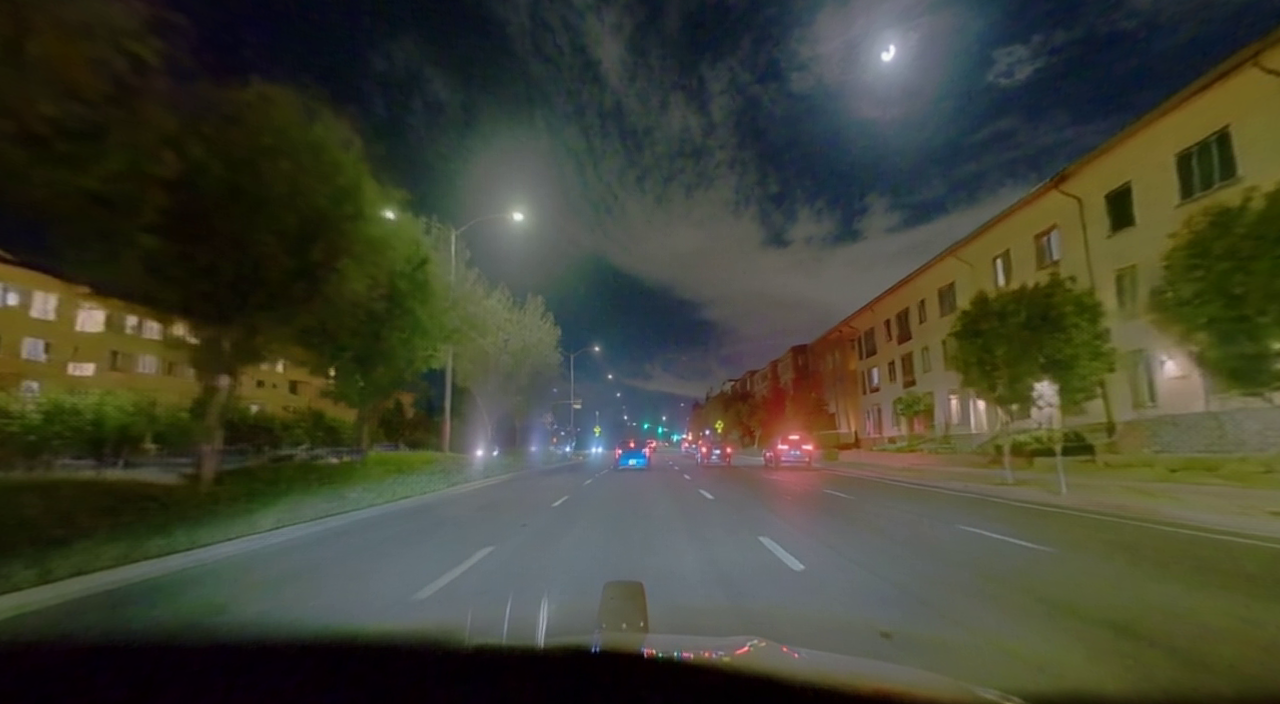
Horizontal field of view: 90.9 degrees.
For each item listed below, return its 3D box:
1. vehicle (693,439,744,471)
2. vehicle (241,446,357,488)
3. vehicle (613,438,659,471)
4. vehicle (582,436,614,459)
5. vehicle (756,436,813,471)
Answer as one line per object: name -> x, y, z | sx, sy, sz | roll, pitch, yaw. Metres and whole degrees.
vehicle -> 3.941, 5.243, 32.330 | 2.067, 1.514, 4.188 | 0, -8, 0
vehicle -> -13.561, 4.576, 25.477 | 1.990, 1.481, 4.677 | 0, -8, 1
vehicle -> -0.156, 5.029, 31.078 | 2.102, 1.481, 3.907 | 0, -8, 1
vehicle -> -3.209, 7.368, 48.575 | 2.031, 1.705, 4.325 | 0, -8, 1
vehicle -> 7.595, 5.375, 33.503 | 1.972, 1.700, 4.269 | 0, -8, 0
